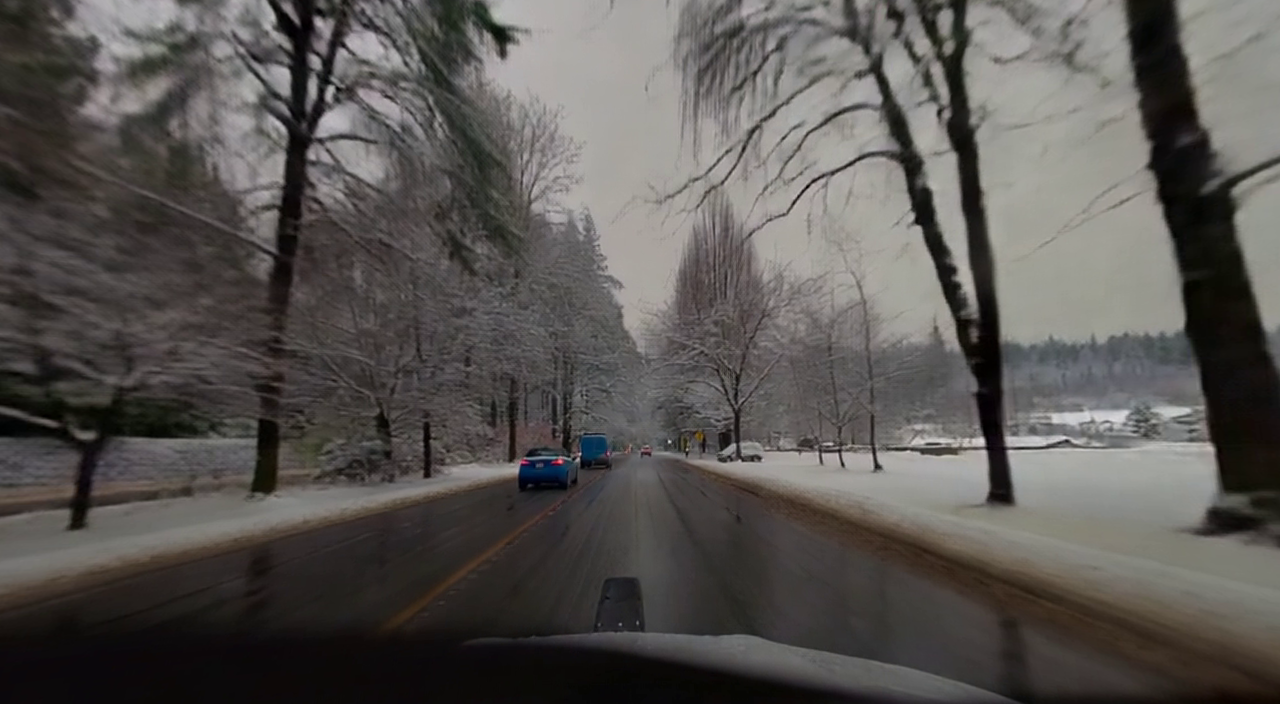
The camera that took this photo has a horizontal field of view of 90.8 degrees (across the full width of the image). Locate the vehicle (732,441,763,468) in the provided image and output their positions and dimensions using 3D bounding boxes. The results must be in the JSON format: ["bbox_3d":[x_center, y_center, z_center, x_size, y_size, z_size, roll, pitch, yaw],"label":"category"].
[{"bbox_3d":[7.281,6.941,42.854,1.596,1.654,2.920,-2,-9,1],"label":"vehicle"}]

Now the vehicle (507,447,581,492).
[{"bbox_3d":[-3.375,4.224,23.046,2.009,1.473,4.028,0,-9,1],"label":"vehicle"}]
